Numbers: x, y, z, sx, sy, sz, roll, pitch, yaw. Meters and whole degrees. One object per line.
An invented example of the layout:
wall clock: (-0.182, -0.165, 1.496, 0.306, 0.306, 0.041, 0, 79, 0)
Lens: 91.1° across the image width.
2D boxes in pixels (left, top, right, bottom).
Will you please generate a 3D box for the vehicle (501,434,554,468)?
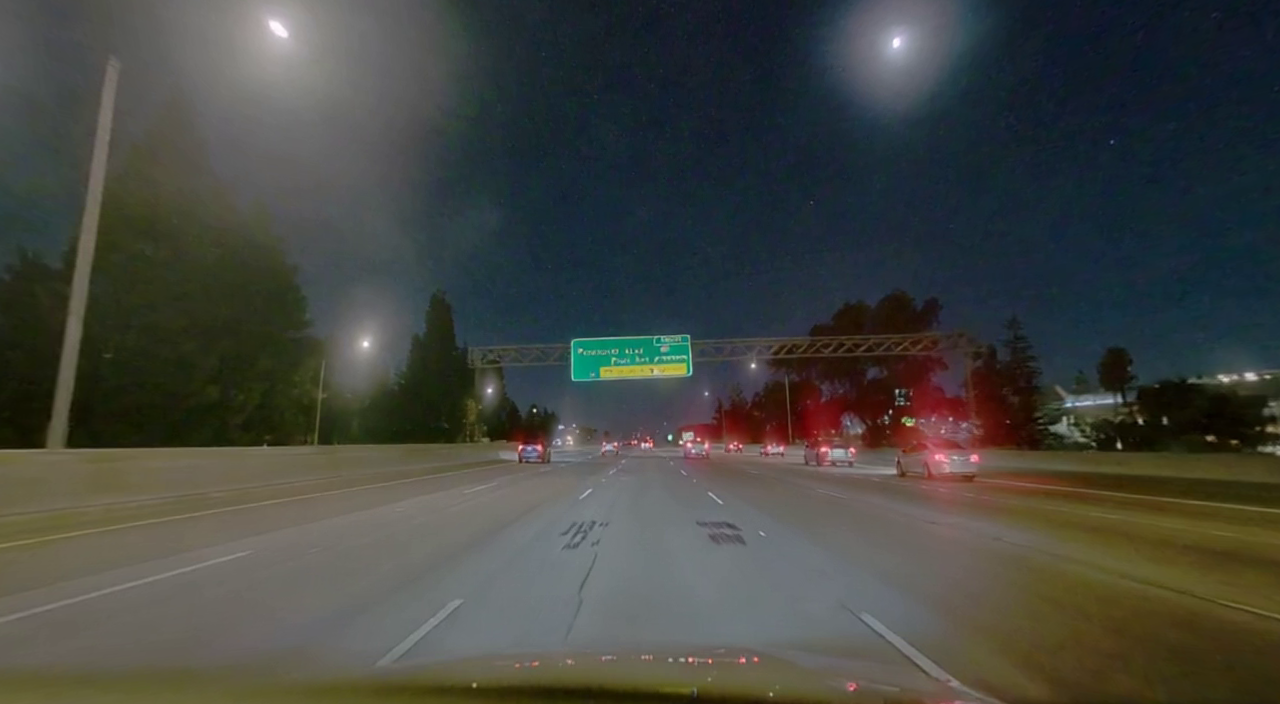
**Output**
vehicle: (-6.299, 5.626, 35.766, 2.091, 1.746, 4.437, 0, -9, 1)

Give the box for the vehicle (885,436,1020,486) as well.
vehicle: (10.215, 3.604, 21.036, 1.979, 1.467, 4.839, 0, -9, -1)

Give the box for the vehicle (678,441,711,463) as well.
vehicle: (3.725, 6.967, 43.730, 1.950, 1.453, 3.378, 0, -9, -1)
